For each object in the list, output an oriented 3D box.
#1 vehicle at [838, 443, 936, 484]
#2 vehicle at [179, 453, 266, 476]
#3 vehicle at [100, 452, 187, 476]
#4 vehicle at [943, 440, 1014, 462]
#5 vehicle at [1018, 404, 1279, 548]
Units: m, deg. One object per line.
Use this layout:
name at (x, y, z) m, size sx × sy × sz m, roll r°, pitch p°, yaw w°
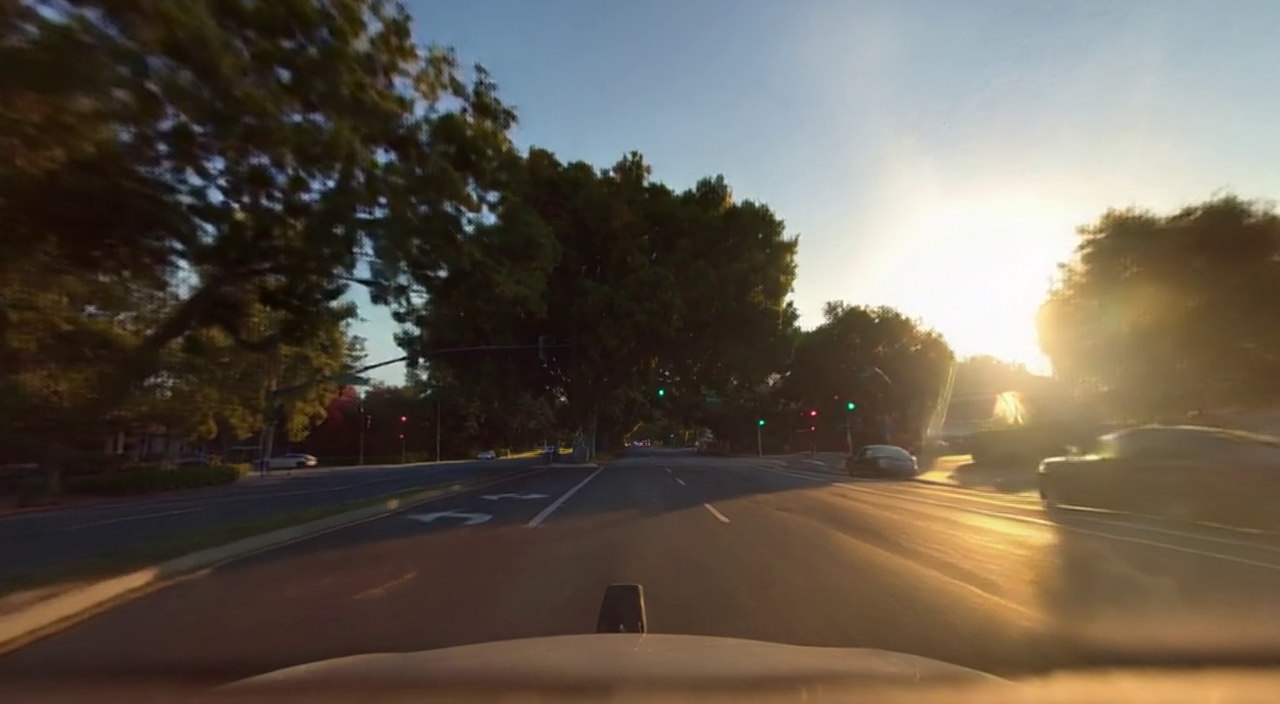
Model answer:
vehicle at (9.812, 4.448, 25.563) m, size 1.918 × 1.483 × 4.813 m, roll 0°, pitch -8°, yaw -1°
vehicle at (-29.462, 7.941, 44.680) m, size 4.692 × 1.476 × 1.946 m, roll 0°, pitch -8°, yaw -2°
vehicle at (-35.519, 8.010, 45.237) m, size 4.563 × 1.451 × 2.046 m, roll -2°, pitch -8°, yaw 1°
vehicle at (23.912, 6.992, 44.765) m, size 3.985 × 1.474 × 1.764 m, roll 0°, pitch -8°, yaw 0°
vehicle at (9.814, 2.115, 11.576) m, size 2.245 × 1.983 × 5.433 m, roll 0°, pitch -8°, yaw -2°
